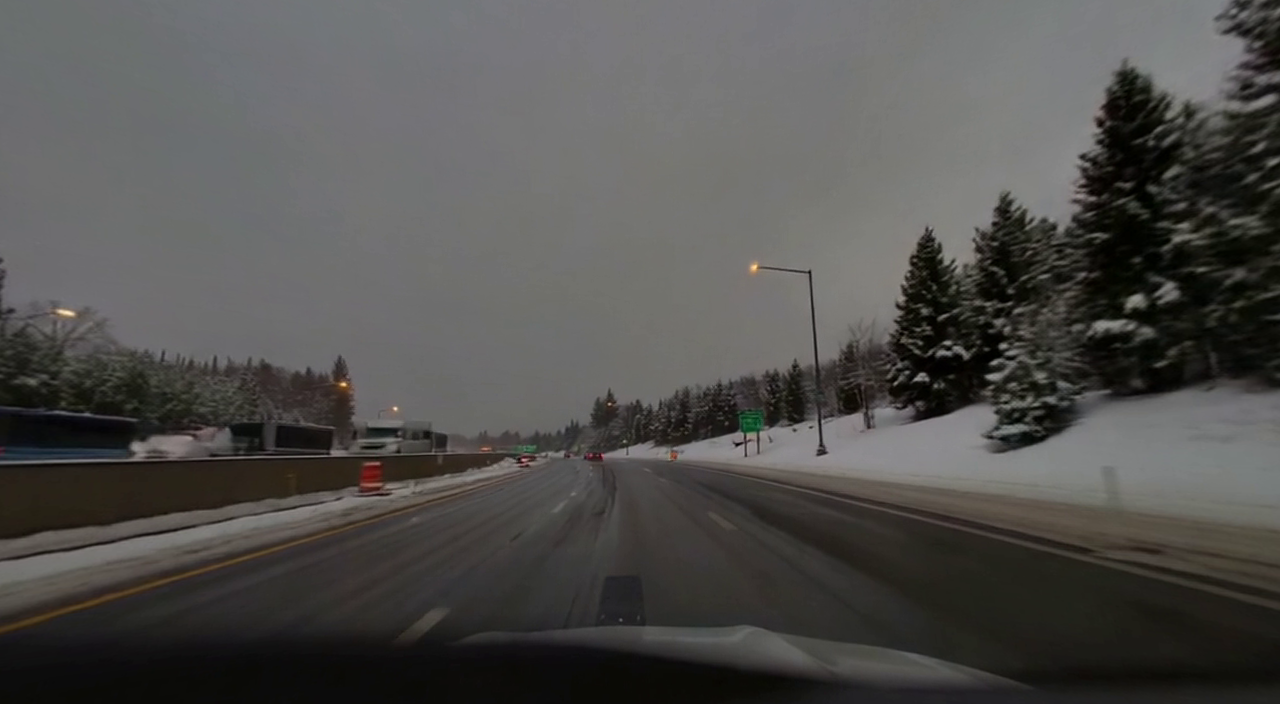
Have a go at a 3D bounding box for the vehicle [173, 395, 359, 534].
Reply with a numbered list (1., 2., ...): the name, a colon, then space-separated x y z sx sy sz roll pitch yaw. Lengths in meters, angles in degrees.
1. vehicle: -7.649 2.314 13.289 1.925 2.542 3.048 -1 -8 0

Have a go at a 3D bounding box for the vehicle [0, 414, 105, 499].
1. vehicle: -20.019 2.830 17.887 2.695 2.433 7.714 5 -12 0
